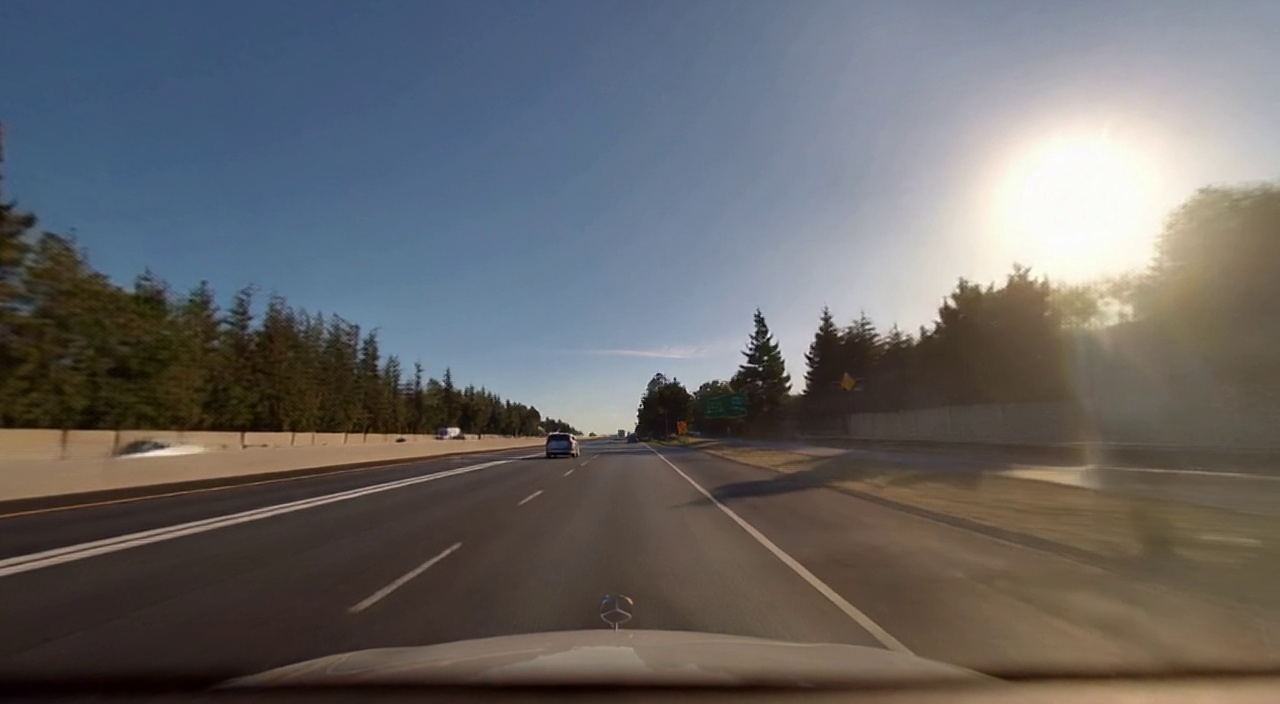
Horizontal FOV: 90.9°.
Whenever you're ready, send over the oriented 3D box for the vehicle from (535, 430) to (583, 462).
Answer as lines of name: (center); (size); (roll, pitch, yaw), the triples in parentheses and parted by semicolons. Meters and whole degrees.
vehicle: (-4.418, 5.200, 35.046); (2.129, 1.641, 4.263); (0, -7, 0)
